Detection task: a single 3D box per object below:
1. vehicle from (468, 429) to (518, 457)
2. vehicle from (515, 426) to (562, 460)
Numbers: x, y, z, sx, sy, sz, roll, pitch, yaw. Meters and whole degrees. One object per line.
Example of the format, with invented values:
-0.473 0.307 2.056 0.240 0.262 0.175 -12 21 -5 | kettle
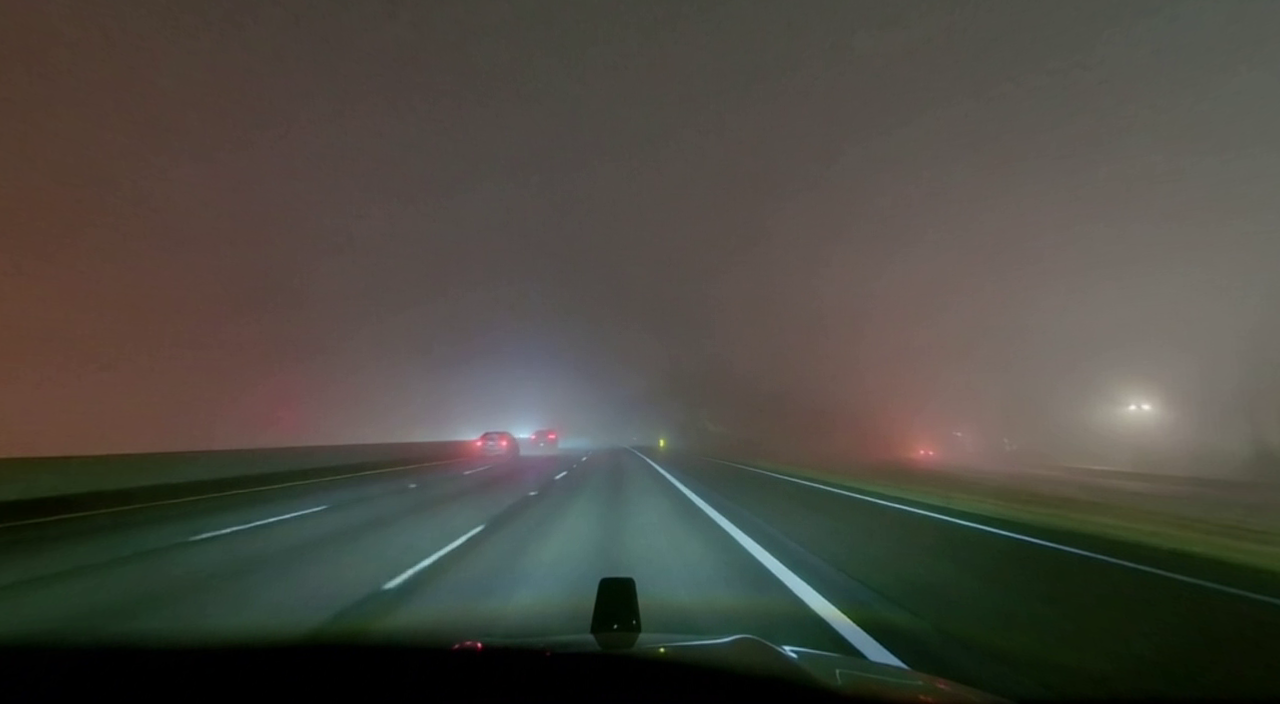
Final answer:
-9.331 5.807 40.181 2.148 1.635 4.670 1 -8 -1 | vehicle
-5.547 4.999 34.770 2.007 1.727 4.040 0 -8 -1 | vehicle
